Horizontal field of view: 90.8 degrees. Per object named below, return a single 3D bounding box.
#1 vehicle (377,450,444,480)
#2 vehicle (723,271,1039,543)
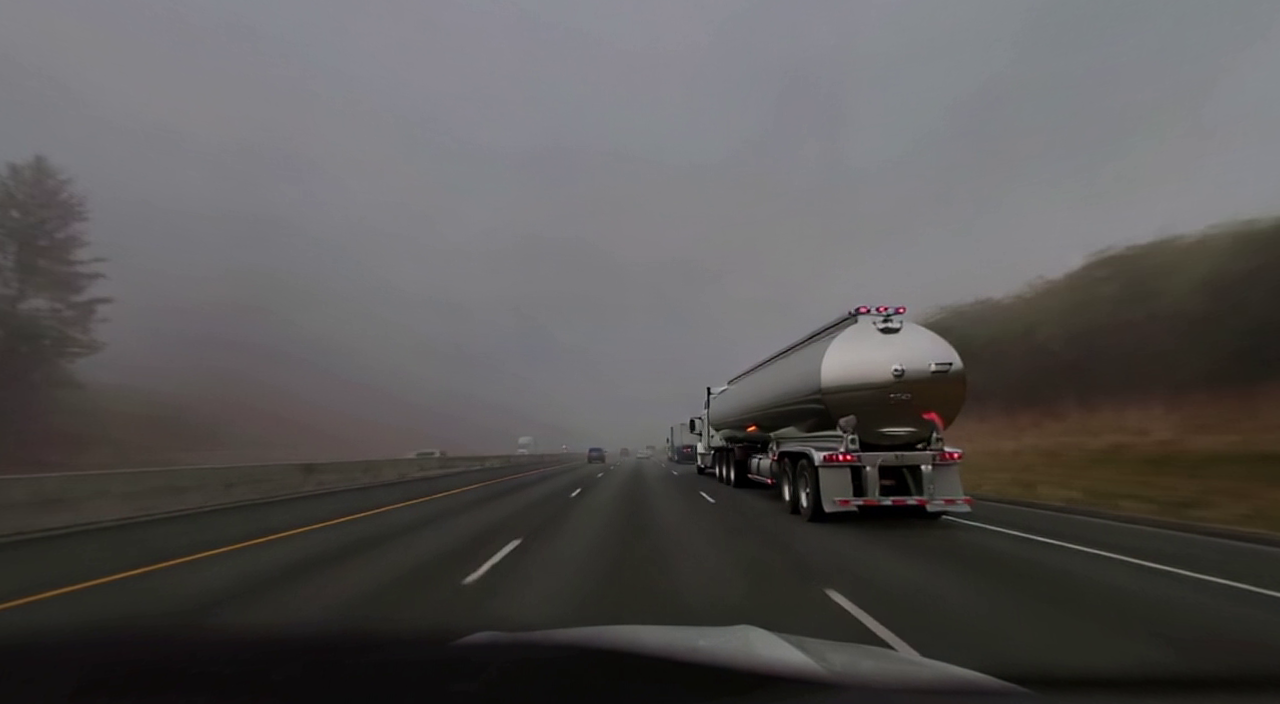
[{"bbox_3d":[-11.490,5.671,31.895,1.820,1.432,3.977,0,-9,1],"label":"vehicle"},{"bbox_3d":[3.890,1.450,13.506,2.759,3.734,9.708,0,-9,-1],"label":"vehicle"}]
